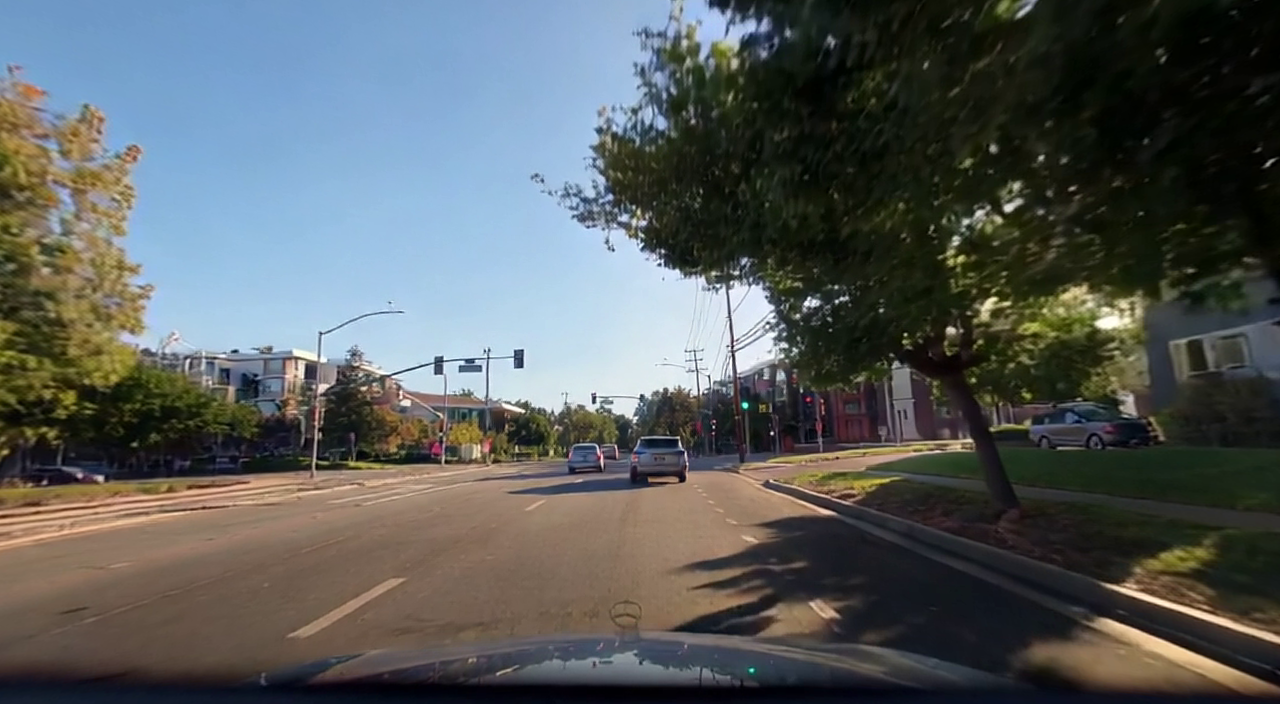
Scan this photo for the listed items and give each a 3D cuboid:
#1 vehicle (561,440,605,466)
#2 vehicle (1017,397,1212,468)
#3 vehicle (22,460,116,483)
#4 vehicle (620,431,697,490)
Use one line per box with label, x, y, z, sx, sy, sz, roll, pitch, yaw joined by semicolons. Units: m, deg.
vehicle;-3.386;6.150;38.534;2.153;1.474;4.284;0;-8;2
vehicle;14.442;2.561;19.803;2.225;1.922;5.243;-1;-8;3
vehicle;-43.197;9.032;47.856;5.149;1.515;1.942;2;-10;-1
vehicle;0.559;3.332;19.827;2.156;1.636;3.923;0;-8;1
